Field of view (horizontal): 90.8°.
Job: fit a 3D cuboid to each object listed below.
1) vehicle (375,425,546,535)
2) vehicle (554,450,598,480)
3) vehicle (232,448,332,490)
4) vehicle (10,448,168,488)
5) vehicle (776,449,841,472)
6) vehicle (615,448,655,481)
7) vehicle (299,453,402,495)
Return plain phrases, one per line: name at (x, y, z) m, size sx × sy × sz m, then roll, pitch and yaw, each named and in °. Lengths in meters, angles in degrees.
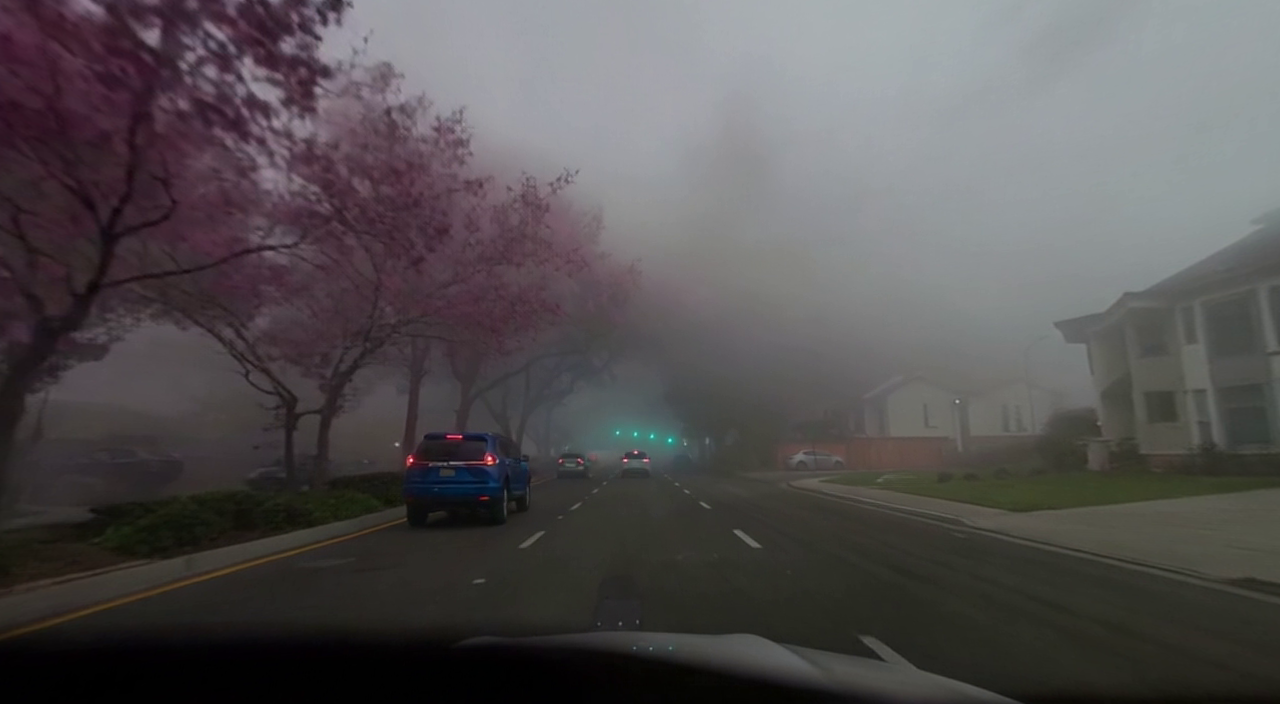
vehicle at (-3.551, 2.630, 13.684) m, size 2.161 × 1.919 × 4.798 m, roll 0°, pitch -8°, yaw 2°
vehicle at (-3.633, 6.509, 36.705) m, size 2.066 × 1.565 × 3.905 m, roll 0°, pitch -8°, yaw 1°
vehicle at (-18.892, 6.178, 33.728) m, size 2.190 × 1.996 × 5.402 m, roll 0°, pitch -8°, yaw 0°
vehicle at (-28.881, 6.053, 33.390) m, size 5.692 × 1.926 × 2.274 m, roll 3°, pitch -9°, yaw -18°
vehicle at (12.693, 8.182, 47.725) m, size 4.482 × 1.678 × 1.890 m, roll -1°, pitch -8°, yaw 7°
vehicle at (-0.234, 5.960, 33.706) m, size 1.997 × 1.636 × 3.760 m, roll 0°, pitch -8°, yaw 0°
vehicle at (-11.596, 4.906, 25.722) m, size 1.979 × 1.483 × 4.671 m, roll -1°, pitch -10°, yaw 0°
